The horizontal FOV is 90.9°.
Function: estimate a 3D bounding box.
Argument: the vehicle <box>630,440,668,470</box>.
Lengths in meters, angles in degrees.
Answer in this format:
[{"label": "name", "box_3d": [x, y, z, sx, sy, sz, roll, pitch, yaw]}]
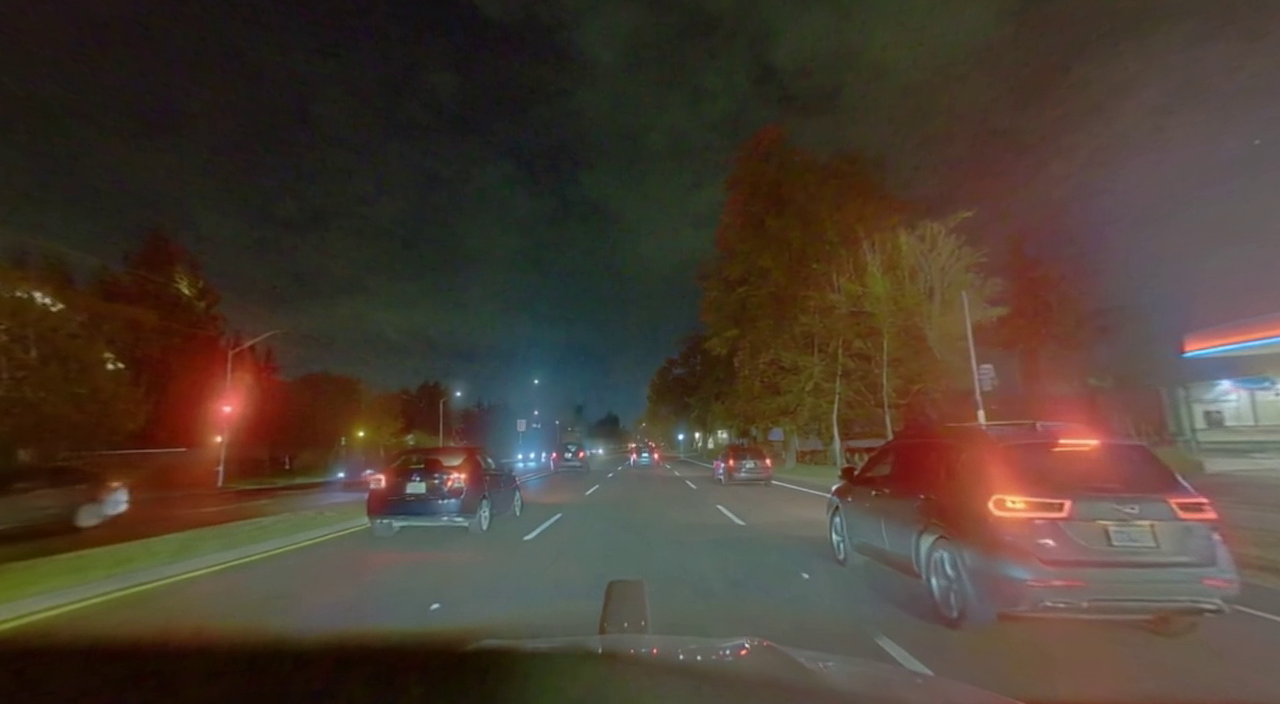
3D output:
[{"label": "vehicle", "box_3d": [0.532, 6.196, 38.021, 2.192, 1.674, 4.124, 0, -8, 0]}]

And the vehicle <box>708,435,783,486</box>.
[{"label": "vehicle", "box_3d": [3.835, 4.042, 23.865, 1.980, 1.709, 4.813, 0, -8, 0]}]

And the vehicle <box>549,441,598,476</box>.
[{"label": "vehicle", "box_3d": [-3.323, 5.383, 32.121, 1.988, 1.645, 3.995, 0, -8, 1]}]

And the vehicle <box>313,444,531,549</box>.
[{"label": "vehicle", "box_3d": [-3.245, 2.226, 10.497, 2.013, 1.354, 4.393, 0, -8, 1]}]

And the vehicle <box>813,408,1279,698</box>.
[{"label": "vehicle", "box_3d": [3.140, 1.390, 5.648, 1.919, 1.502, 4.572, 0, -8, 1]}]

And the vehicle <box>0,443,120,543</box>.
[{"label": "vehicle", "box_3d": [-11.986, 2.435, 10.930, 1.993, 1.696, 4.529, 0, -8, 1]}]

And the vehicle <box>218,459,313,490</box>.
[{"label": "vehicle", "box_3d": [-20.457, 6.695, 34.718, 2.223, 1.461, 4.721, 0, -8, 3]}]
